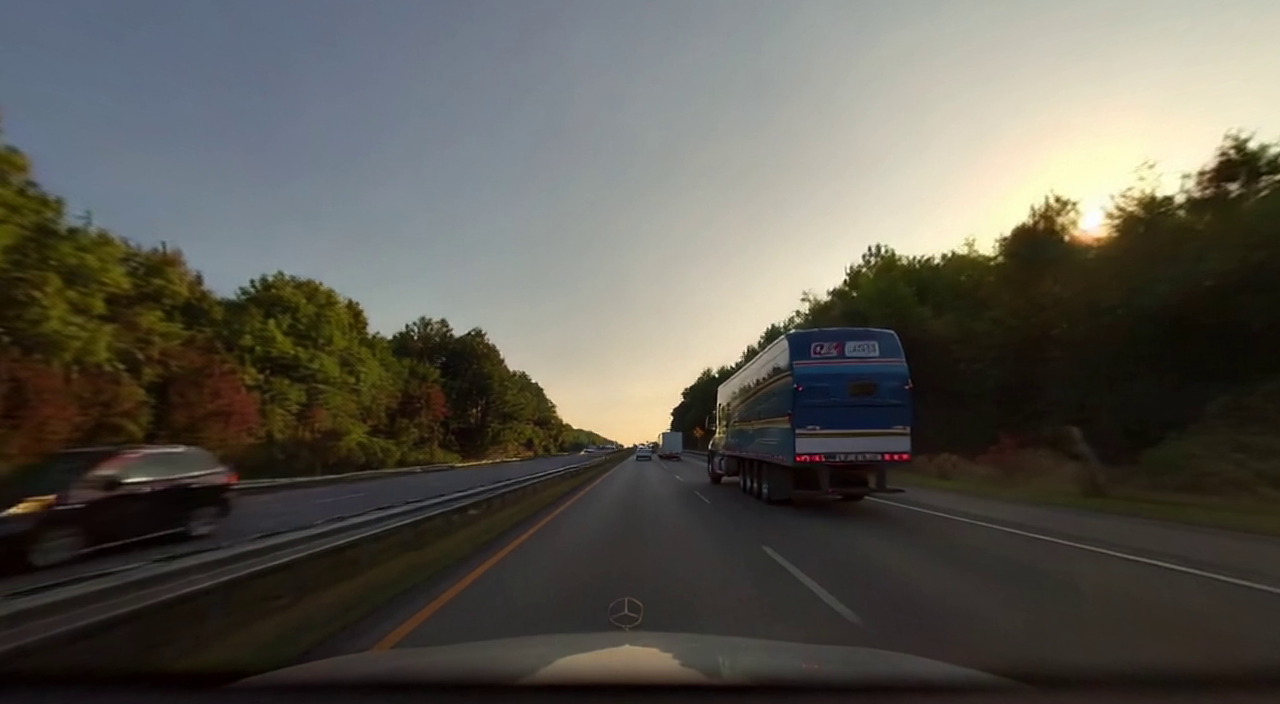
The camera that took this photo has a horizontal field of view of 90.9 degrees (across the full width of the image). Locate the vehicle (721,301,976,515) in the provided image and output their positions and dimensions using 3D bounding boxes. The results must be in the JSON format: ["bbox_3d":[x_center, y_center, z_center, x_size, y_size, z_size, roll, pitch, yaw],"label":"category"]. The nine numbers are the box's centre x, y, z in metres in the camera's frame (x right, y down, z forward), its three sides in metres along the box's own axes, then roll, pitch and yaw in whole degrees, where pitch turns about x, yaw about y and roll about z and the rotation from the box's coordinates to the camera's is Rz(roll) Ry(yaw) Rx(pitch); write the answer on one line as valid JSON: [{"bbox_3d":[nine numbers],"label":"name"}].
[{"bbox_3d":[4.875,2.131,19.236,2.939,4.129,14.300,0,-9,0],"label":"vehicle"}]

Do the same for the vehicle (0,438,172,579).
[{"bbox_3d":[-8.503,1.890,7.777,2.081,1.624,4.314,0,-9,0],"label":"vehicle"}]

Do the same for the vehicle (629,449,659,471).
[{"bbox_3d":[0.284,7.190,42.122,1.926,1.386,3.615,0,-9,0],"label":"vehicle"}]
